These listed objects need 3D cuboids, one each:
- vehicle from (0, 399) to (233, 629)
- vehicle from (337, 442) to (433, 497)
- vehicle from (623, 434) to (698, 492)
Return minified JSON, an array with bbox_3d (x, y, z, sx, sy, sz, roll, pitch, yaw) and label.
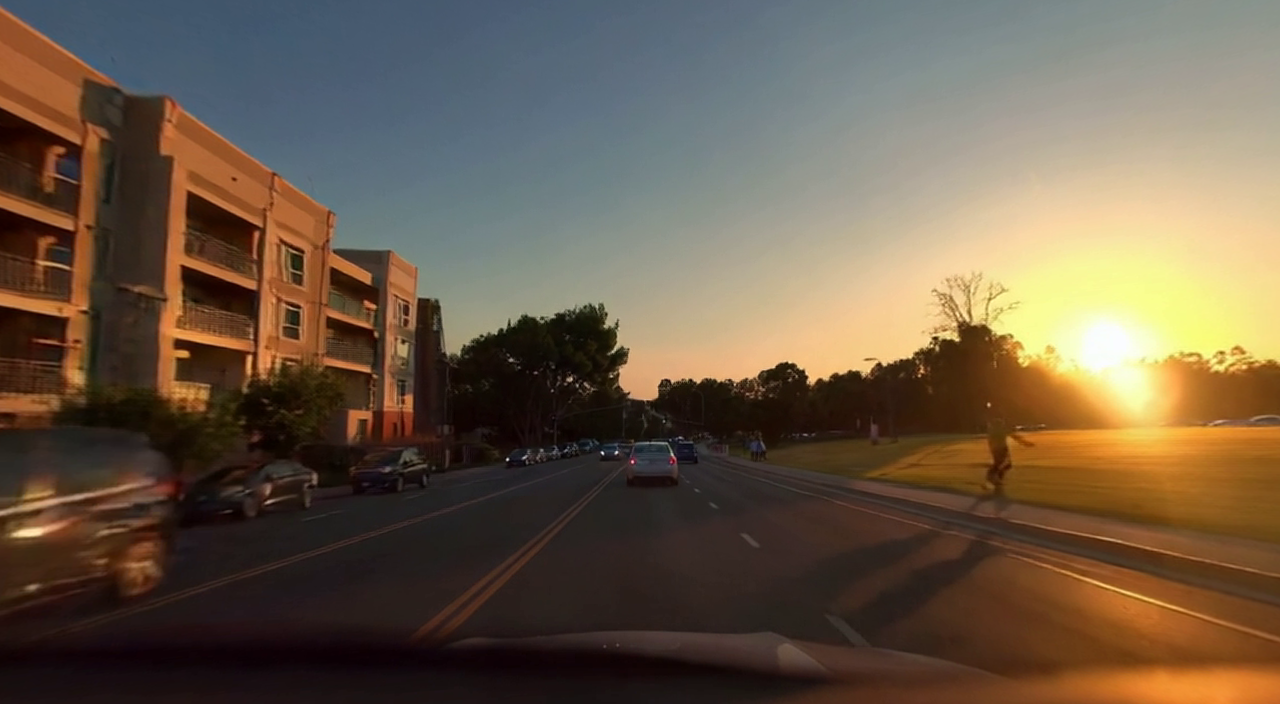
[{"bbox_3d":[-6.204,1.370,5.463,2.065,1.838,4.846,-1,-9,0],"label":"vehicle"},{"bbox_3d":[-10.094,4.642,25.338,2.032,1.833,4.465,-3,-8,0],"label":"vehicle"},{"bbox_3d":[0.607,3.459,19.935,2.132,1.632,3.838,-1,-8,1],"label":"vehicle"}]
